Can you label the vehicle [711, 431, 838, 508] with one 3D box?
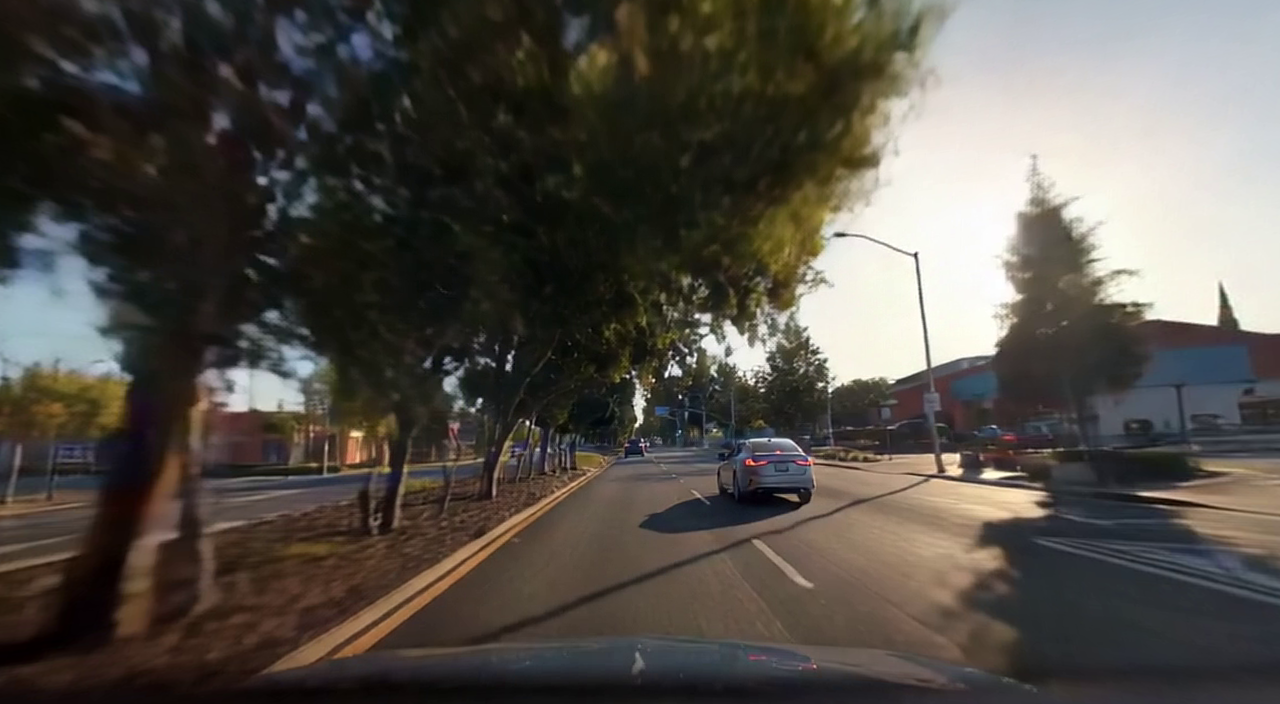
[{"bbox_3d":[3.146,2.855,15.916,1.995,1.616,4.729,0,-8,-2],"label":"vehicle"}]
